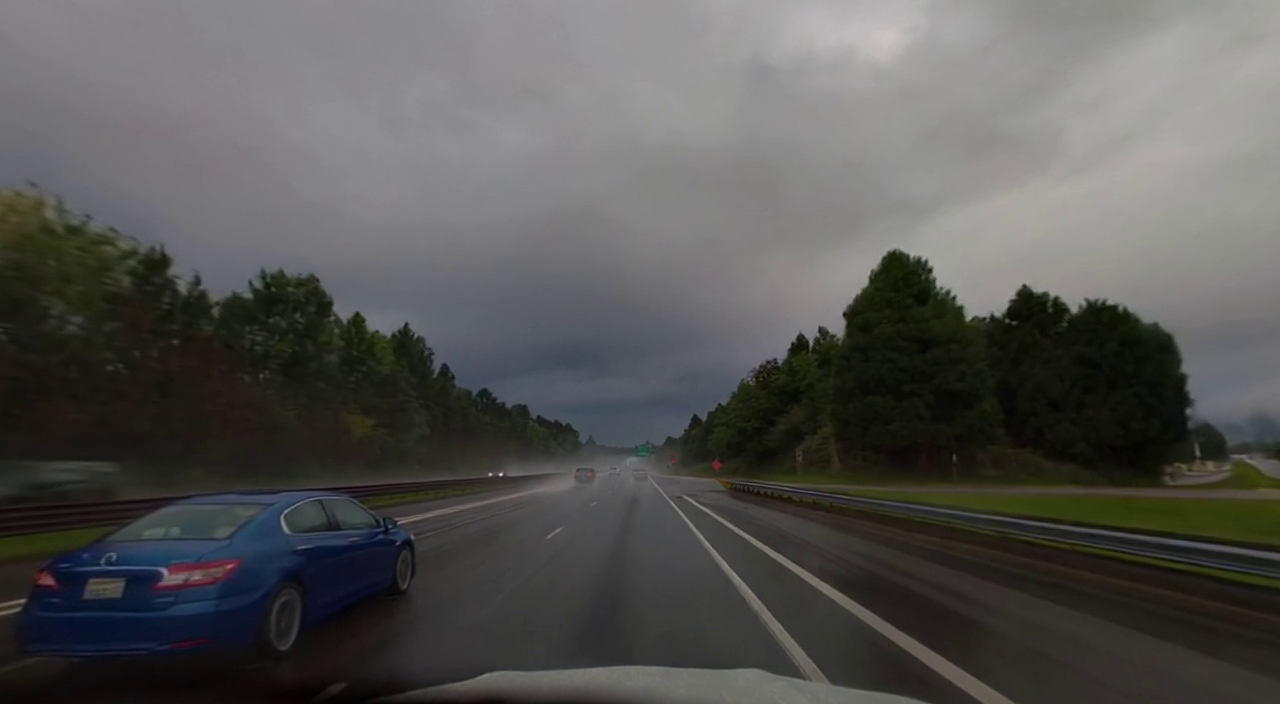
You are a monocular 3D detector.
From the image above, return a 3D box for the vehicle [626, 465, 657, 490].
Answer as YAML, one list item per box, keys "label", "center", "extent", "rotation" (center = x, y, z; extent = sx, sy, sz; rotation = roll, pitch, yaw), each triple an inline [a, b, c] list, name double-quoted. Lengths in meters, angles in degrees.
- label: "vehicle"
  center: [0.108, 8.889, 44.737]
  extent: [2.065, 1.596, 3.869]
  rotation: [1, -11, 1]

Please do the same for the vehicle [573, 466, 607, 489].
- label: "vehicle"
  center: [-3.467, 8.817, 44.466]
  extent: [2.047, 1.523, 4.279]
  rotation: [1, -11, 1]

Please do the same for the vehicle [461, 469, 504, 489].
- label: "vehicle"
  center: [-12.229, 9.870, 49.112]
  extent: [2.262, 1.458, 4.250]
  rotation: [1, -10, -1]
